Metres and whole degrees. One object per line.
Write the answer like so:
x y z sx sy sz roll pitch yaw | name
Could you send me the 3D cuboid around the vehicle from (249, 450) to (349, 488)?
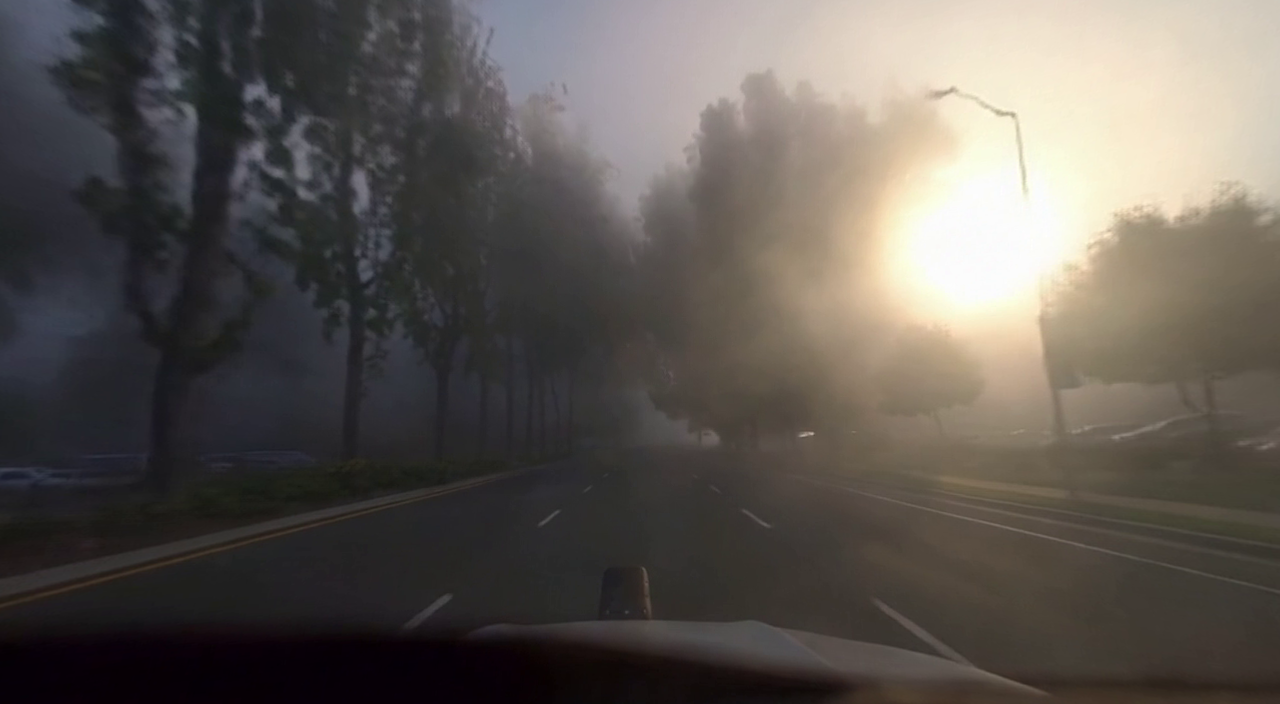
-16.353 5.619 30.533 2.168 1.634 4.610 0 -8 2 | vehicle
